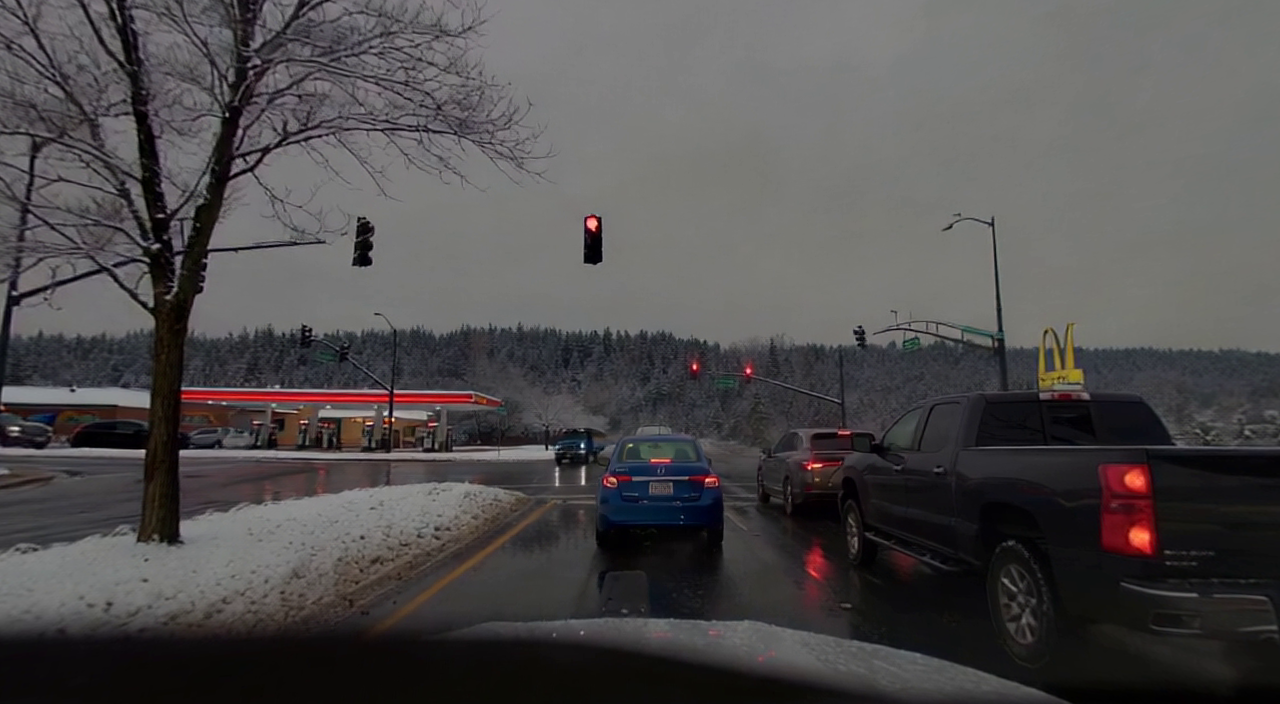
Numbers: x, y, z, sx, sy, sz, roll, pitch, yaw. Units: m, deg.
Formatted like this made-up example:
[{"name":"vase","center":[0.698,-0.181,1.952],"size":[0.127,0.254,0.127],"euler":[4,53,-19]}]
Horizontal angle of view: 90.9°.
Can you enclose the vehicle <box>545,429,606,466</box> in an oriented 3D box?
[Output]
[{"name":"vehicle","center":[-3.659,5.614,37.138],"size":[2.615,2.031,5.638],"euler":[-1,-8,4]}]

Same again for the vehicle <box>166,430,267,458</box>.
[{"name":"vehicle","center":[-23.096,5.034,34.483],"size":[4.326,1.420,1.798],"euler":[-1,-8,4]}]

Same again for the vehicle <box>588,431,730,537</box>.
[{"name":"vehicle","center":[0.276,2.184,11.025],"size":[2.027,1.494,3.824],"euler":[0,-8,0]}]

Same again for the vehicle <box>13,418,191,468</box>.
[{"name":"vehicle","center":[-19.671,3.361,23.204],"size":[4.742,1.720,2.107],"euler":[-1,-8,5]}]

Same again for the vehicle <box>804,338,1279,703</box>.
[{"name":"vehicle","center":[3.537,1.302,6.082],"size":[2.277,1.871,6.143],"euler":[0,-8,0]}]
